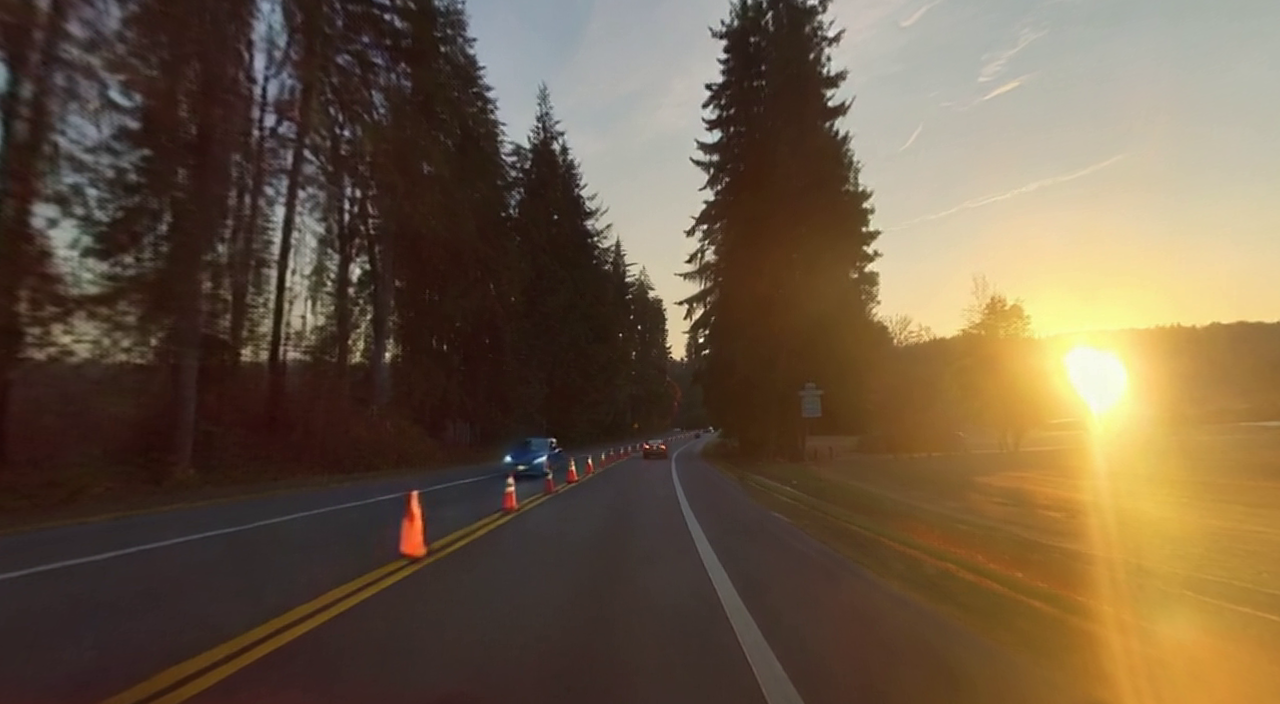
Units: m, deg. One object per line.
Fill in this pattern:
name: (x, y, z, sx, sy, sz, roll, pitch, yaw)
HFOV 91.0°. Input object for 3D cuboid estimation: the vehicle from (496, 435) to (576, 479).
vehicle: (-3.794, 3.923, 23.792, 2.046, 1.451, 4.342, 0, -8, 4)

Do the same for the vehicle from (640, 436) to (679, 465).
vehicle: (1.140, 5.463, 35.020, 2.042, 1.489, 3.963, 0, -8, 3)
